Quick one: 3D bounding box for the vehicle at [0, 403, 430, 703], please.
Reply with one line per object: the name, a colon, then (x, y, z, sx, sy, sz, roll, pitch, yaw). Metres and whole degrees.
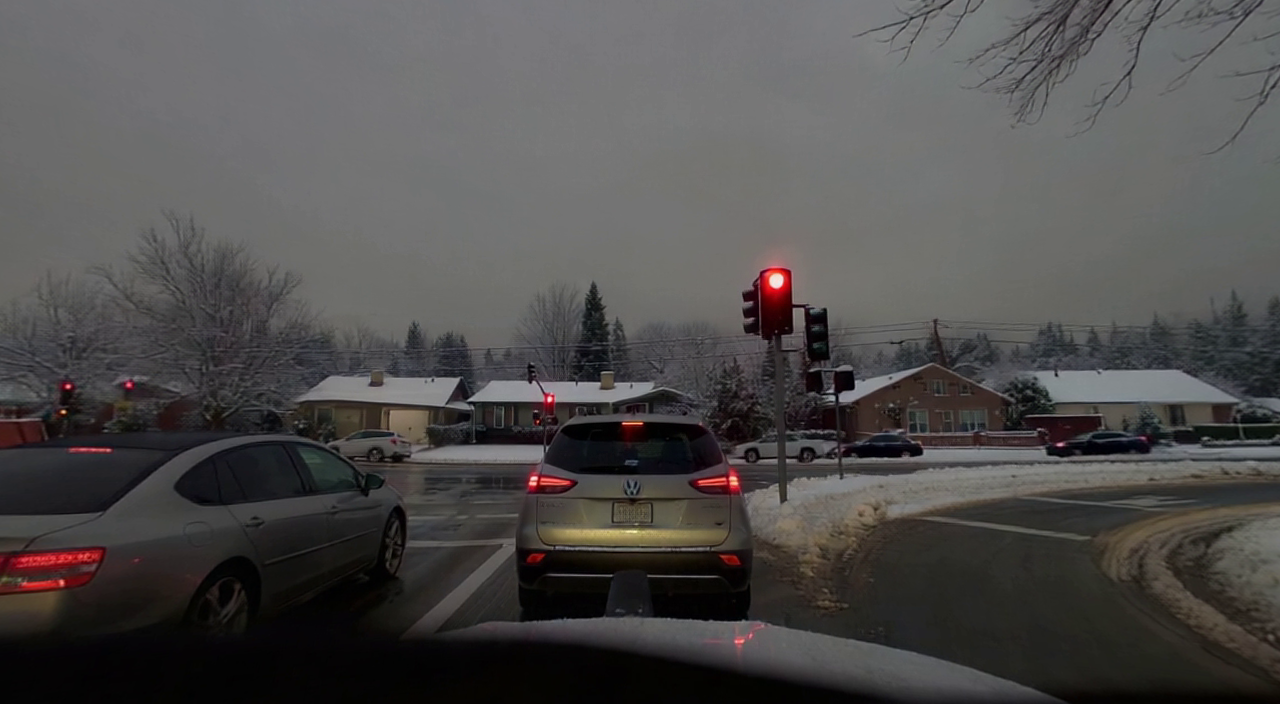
vehicle: (-3.297, 1.275, 4.713, 2.035, 1.492, 4.415, 0, -9, -2)

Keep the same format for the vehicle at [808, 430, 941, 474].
vehicle: (9.917, 4.284, 27.100, 4.887, 1.769, 2.035, -1, -9, 6)

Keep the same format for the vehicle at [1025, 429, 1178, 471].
vehicle: (18.931, 4.040, 26.120, 4.670, 1.616, 1.926, -1, -9, 6)

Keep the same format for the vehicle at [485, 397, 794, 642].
vehicle: (-0.149, 1.471, 6.563, 2.154, 1.670, 4.140, 1, -9, -5)
